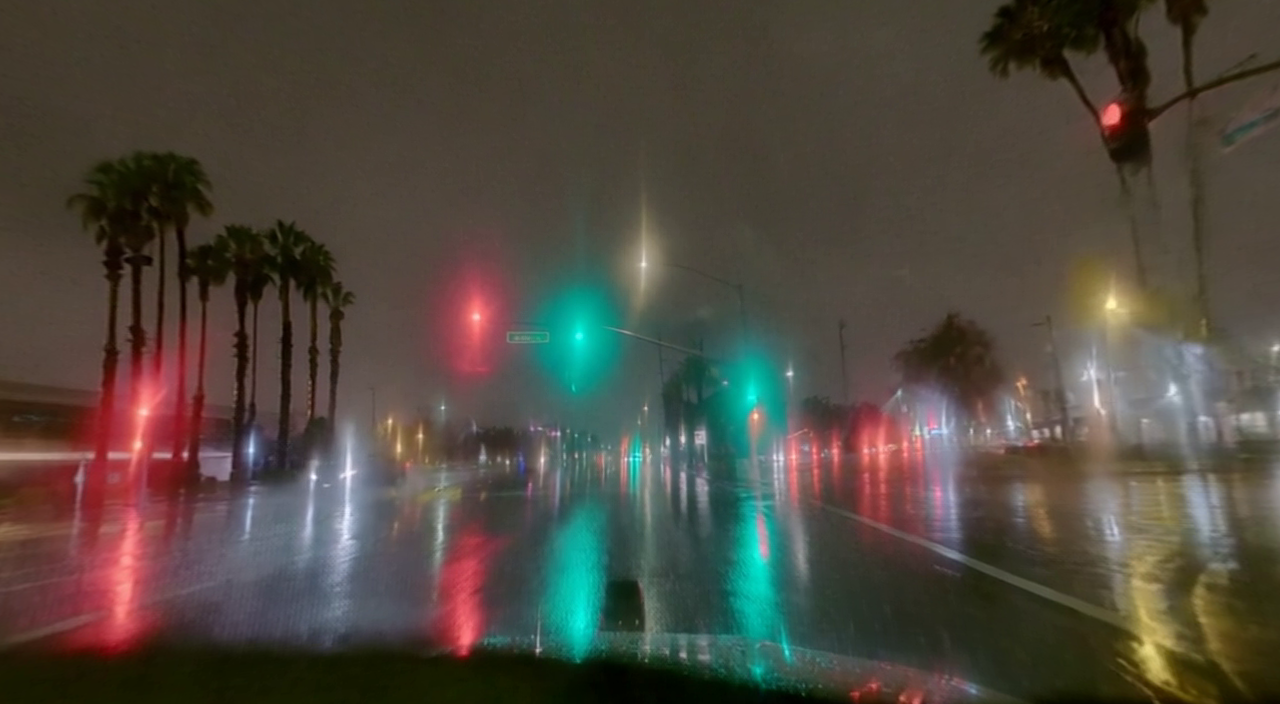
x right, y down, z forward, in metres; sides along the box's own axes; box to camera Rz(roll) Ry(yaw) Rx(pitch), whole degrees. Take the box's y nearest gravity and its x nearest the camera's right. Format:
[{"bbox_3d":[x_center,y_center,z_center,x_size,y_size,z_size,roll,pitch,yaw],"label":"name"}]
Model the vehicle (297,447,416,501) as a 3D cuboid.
[{"bbox_3d":[-10.730,4.605,24.332,2.270,1.833,4.860,0,-9,1],"label":"vehicle"}]
